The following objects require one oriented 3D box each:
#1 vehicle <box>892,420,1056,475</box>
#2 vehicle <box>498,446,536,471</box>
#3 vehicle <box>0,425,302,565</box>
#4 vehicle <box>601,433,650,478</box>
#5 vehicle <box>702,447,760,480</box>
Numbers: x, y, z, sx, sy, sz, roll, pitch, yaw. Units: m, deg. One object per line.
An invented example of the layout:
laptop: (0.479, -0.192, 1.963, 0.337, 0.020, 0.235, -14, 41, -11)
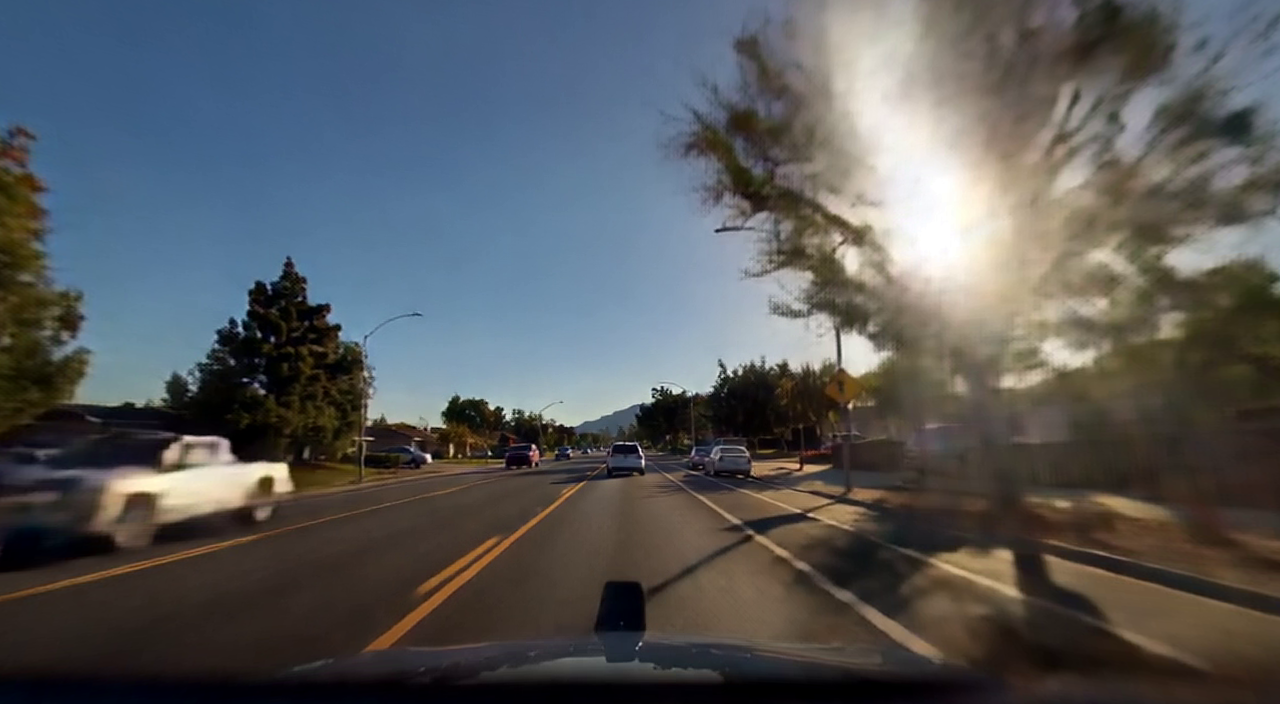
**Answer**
vehicle: (12.331, 3.556, 23.597, 4.870, 1.926, 2.094, 0, -9, -1)
vehicle: (-8.764, 7.613, 45.474, 1.945, 1.712, 4.240, 0, -8, -1)
vehicle: (-8.201, 2.254, 10.856, 2.114, 1.811, 4.949, 0, -8, -1)
vehicle: (-0.647, 4.930, 30.235, 2.153, 1.942, 4.767, 0, -8, -1)
vehicle: (4.321, 5.353, 30.730, 1.963, 1.469, 4.709, 0, -9, -2)
